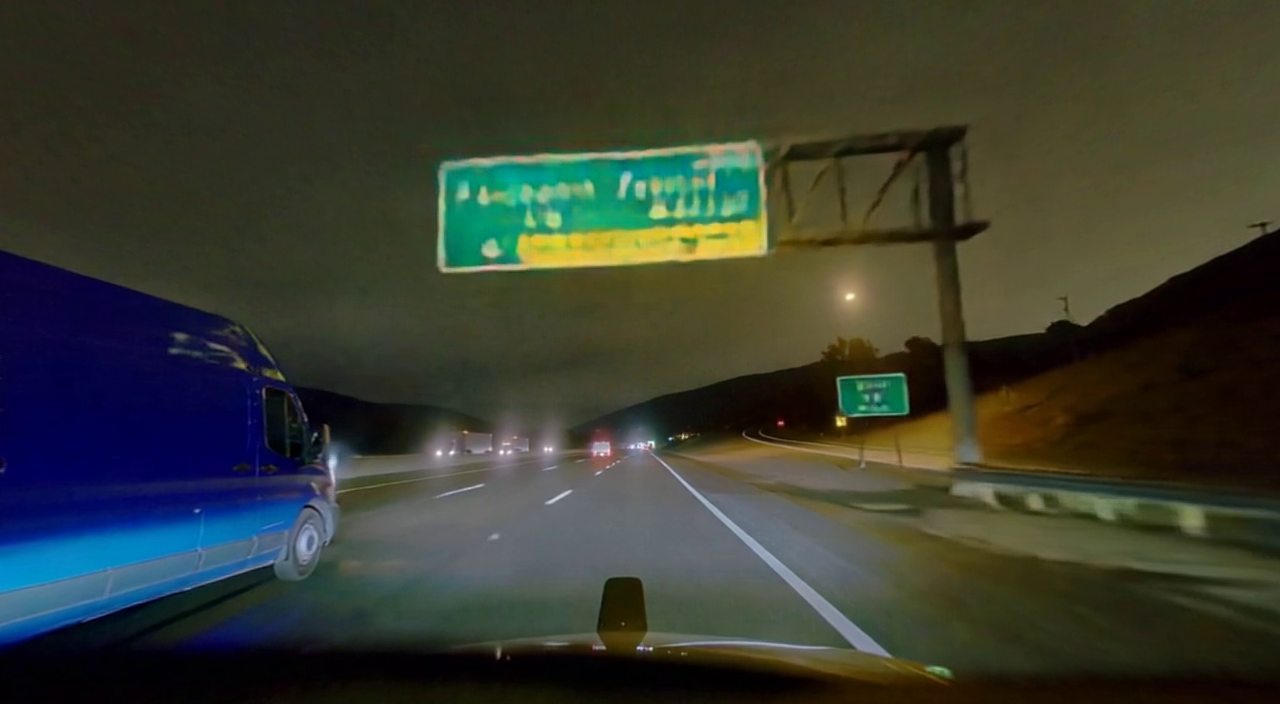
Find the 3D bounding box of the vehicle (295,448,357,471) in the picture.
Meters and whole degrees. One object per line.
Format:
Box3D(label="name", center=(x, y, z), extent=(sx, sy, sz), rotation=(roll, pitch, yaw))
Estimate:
Box3D(label="vehicle", center=(-21.891, 7.494, 43.992), extent=(1.916, 1.484, 4.689), rotation=(0, -8, 1))
